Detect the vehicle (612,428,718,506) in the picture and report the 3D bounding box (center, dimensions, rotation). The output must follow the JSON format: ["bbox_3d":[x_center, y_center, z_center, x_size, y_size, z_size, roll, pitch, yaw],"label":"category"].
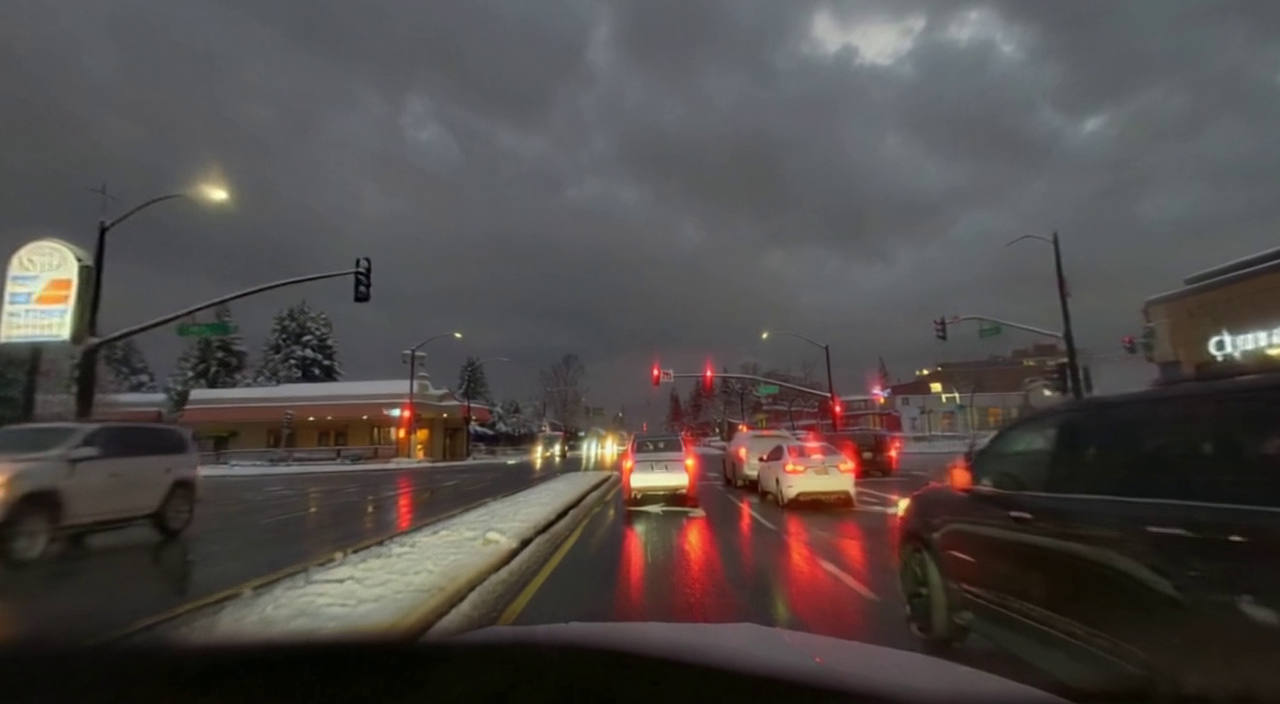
[{"bbox_3d":[0.482,2.544,14.371,2.073,1.496,3.892,0,-8,0],"label":"vehicle"}]

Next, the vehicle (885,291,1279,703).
[{"bbox_3d":[3.160,0.831,3.005,2.038,1.787,4.946,0,-8,1],"label":"vehicle"}]

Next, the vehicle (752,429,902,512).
[{"bbox_3d":[3.778,2.462,13.659,1.883,1.480,4.489,0,-8,0],"label":"vehicle"}]

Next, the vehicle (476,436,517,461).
[{"bbox_3d":[-11.249,7.601,49.657,2.122,1.829,4.559,0,-8,1],"label":"vehicle"}]

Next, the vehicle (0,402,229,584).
[{"bbox_3d":[-7.623,1.666,8.193,2.106,1.751,4.554,1,-8,-10],"label":"vehicle"}]
